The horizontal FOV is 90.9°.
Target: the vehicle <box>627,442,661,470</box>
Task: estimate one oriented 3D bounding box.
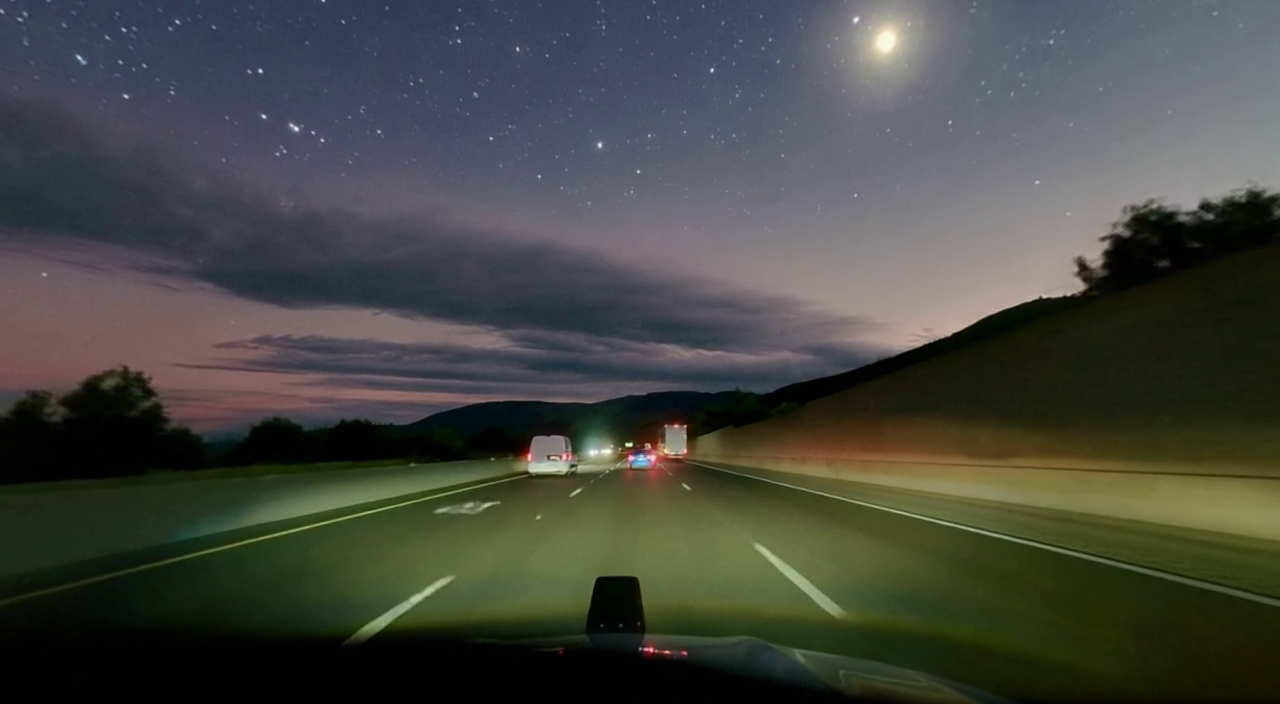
[{"bbox_3d":[0.289,7.057,42.770,2.166,1.747,4.299,0,-9,1],"label":"vehicle"}]

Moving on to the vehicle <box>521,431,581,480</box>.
[{"bbox_3d":[-3.930,4.696,28.582,1.955,2.004,4.792,0,-9,0],"label":"vehicle"}]
